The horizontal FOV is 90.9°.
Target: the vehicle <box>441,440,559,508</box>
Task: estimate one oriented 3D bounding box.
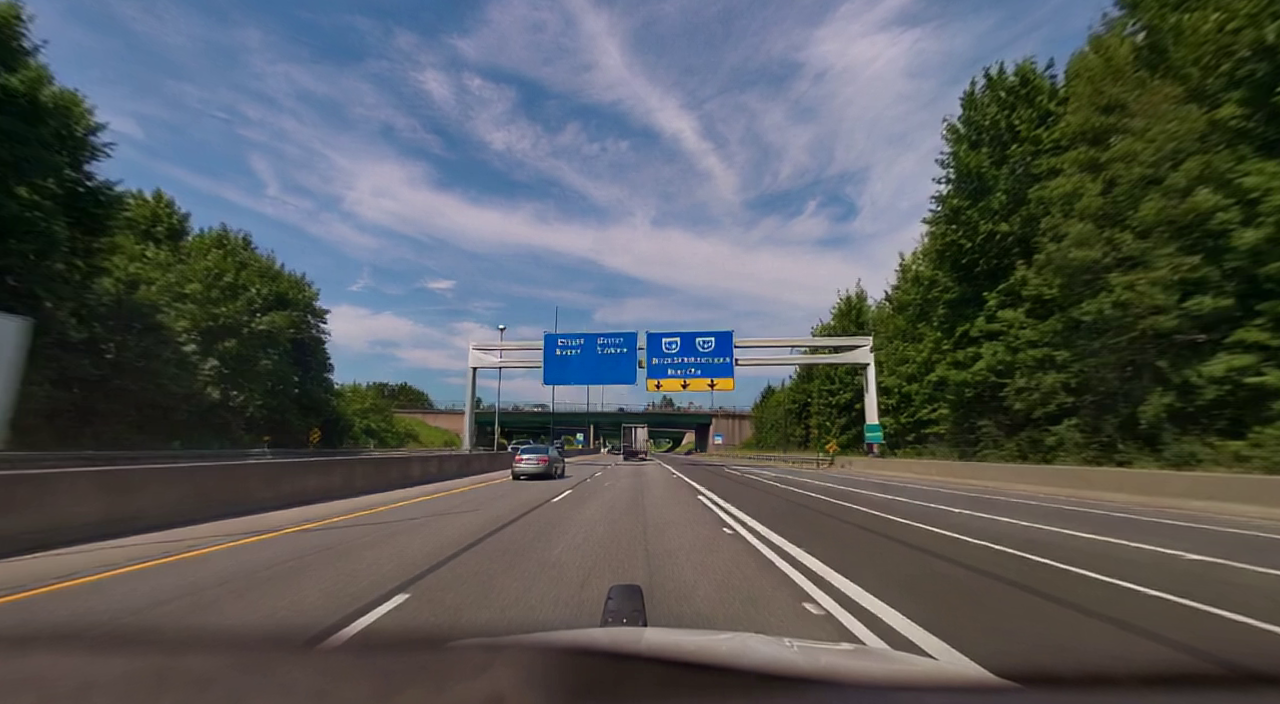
[{"bbox_3d":[-3.478,3.126,16.644,2.042,1.526,4.516,0,-9,0],"label":"vehicle"}]
